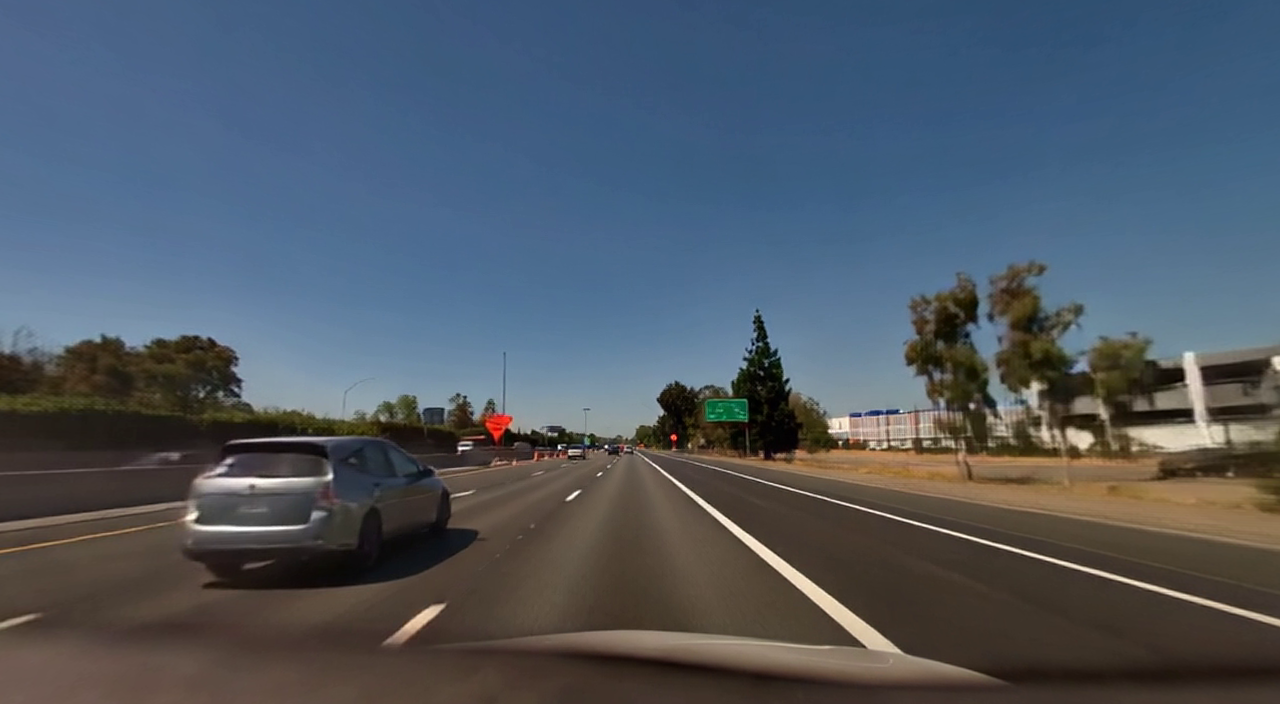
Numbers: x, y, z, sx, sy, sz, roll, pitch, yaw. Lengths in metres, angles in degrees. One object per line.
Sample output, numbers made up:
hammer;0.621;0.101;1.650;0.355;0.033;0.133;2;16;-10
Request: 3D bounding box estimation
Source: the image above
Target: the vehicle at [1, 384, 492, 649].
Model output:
vehicle;-3.068;1.397;6.358;2.103;1.715;4.371;0;-9;0
